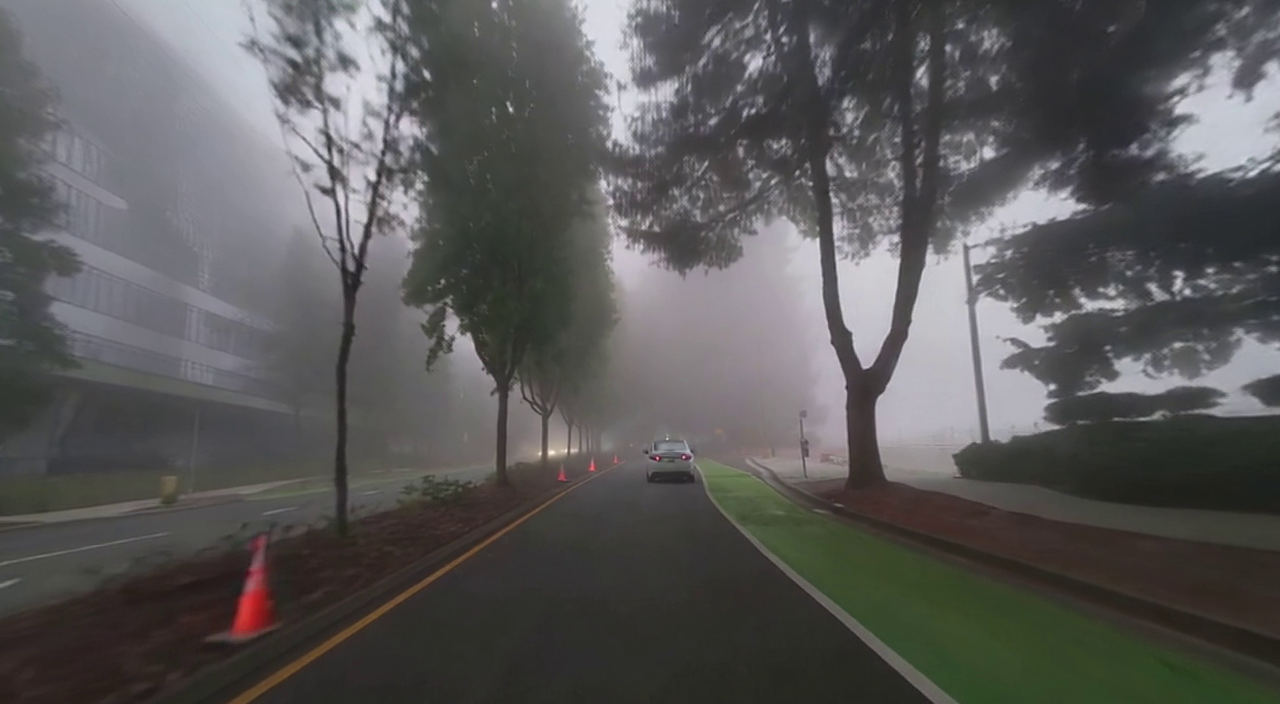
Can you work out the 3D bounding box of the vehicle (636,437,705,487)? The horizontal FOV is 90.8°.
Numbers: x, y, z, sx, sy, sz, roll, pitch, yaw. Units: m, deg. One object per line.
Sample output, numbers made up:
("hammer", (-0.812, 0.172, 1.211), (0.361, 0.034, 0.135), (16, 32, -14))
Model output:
("vehicle", (1.021, 3.719, 21.698), (2.114, 1.493, 4.430), (0, -8, 2))
